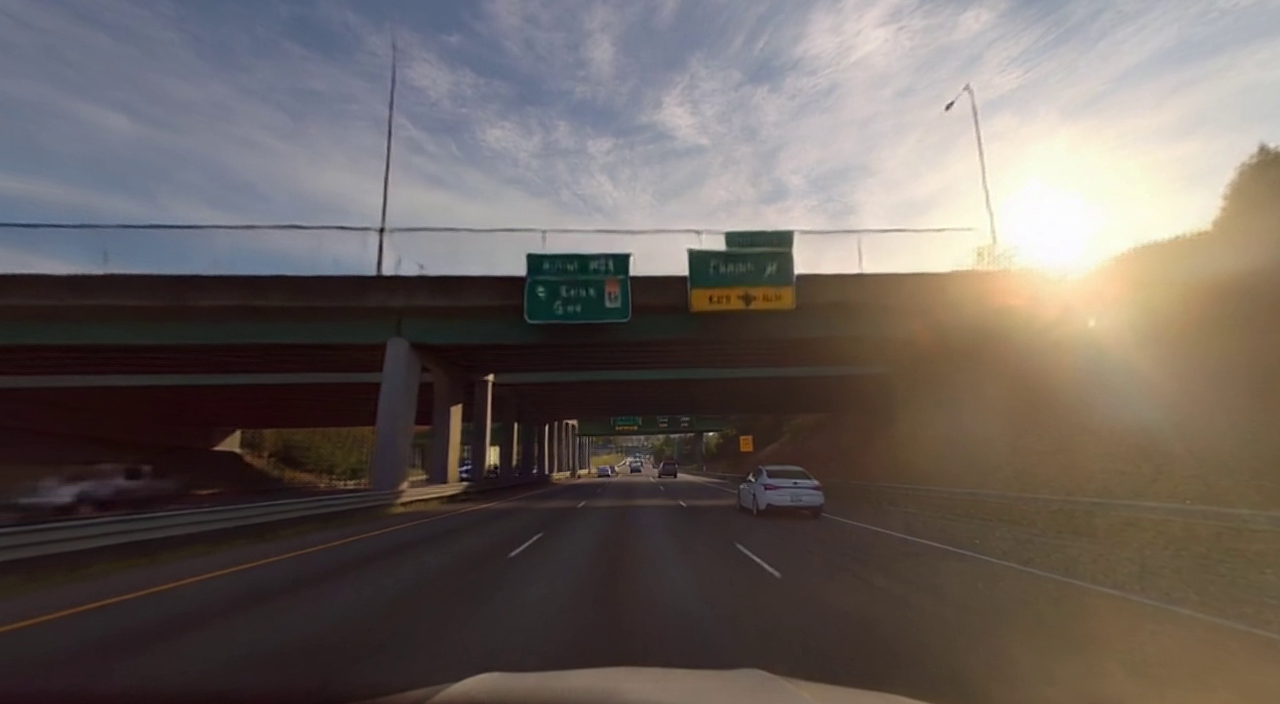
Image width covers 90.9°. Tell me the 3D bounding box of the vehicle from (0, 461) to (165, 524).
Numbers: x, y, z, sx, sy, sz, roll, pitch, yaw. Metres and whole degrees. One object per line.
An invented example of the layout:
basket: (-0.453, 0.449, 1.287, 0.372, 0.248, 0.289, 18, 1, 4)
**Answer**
vehicle: (-15.591, 3.762, 17.286, 1.904, 1.477, 4.095, 1, -10, 0)

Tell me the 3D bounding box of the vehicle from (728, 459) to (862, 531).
vehicle: (3.577, 3.431, 15.548, 2.051, 1.472, 4.547, 1, -10, -2)
